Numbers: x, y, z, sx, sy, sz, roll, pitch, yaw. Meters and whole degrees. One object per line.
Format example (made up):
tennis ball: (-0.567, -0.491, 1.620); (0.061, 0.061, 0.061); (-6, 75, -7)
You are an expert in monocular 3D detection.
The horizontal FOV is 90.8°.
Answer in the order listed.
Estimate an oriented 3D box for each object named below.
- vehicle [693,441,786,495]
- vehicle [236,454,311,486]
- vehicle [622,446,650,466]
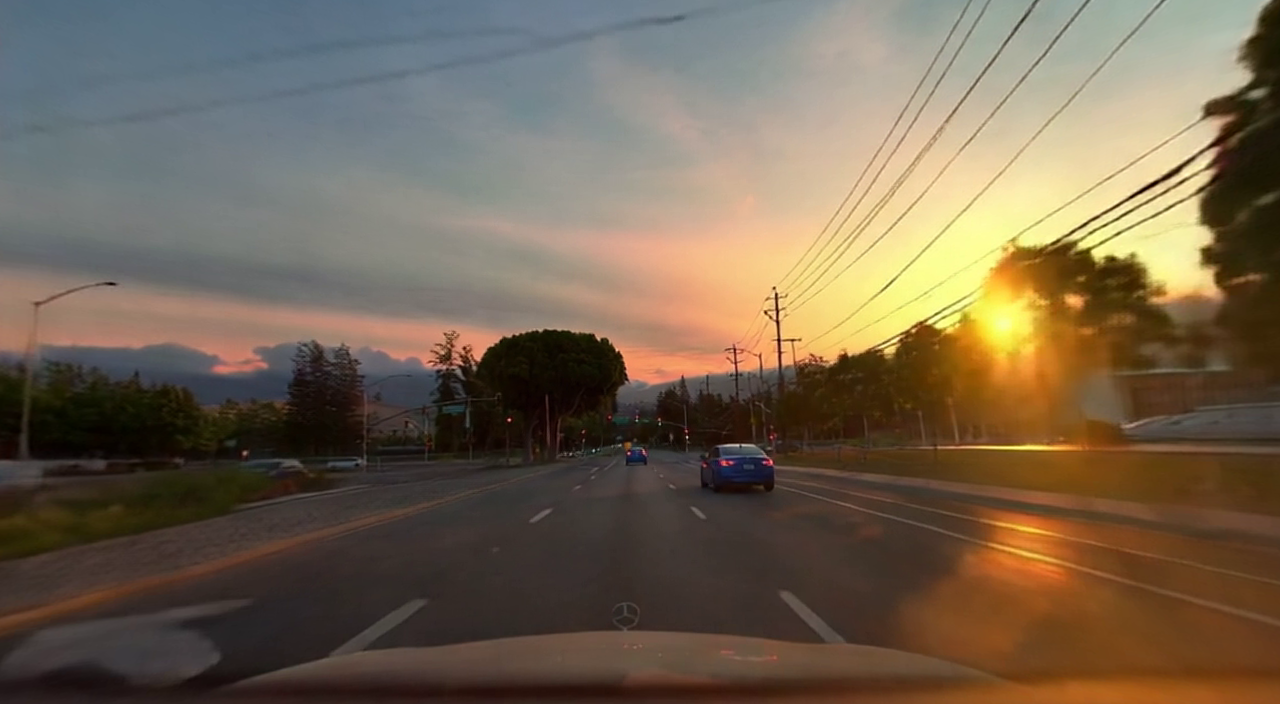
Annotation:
vehicle: (2.865, 3.464, 19.197); (2.004, 1.448, 4.263); (0, -9, -2)
vehicle: (-22.245, 7.179, 38.616); (1.946, 1.787, 4.469); (0, -9, -1)
vehicle: (-0.352, 8.122, 49.210); (2.110, 1.466, 3.860); (0, -9, -2)
